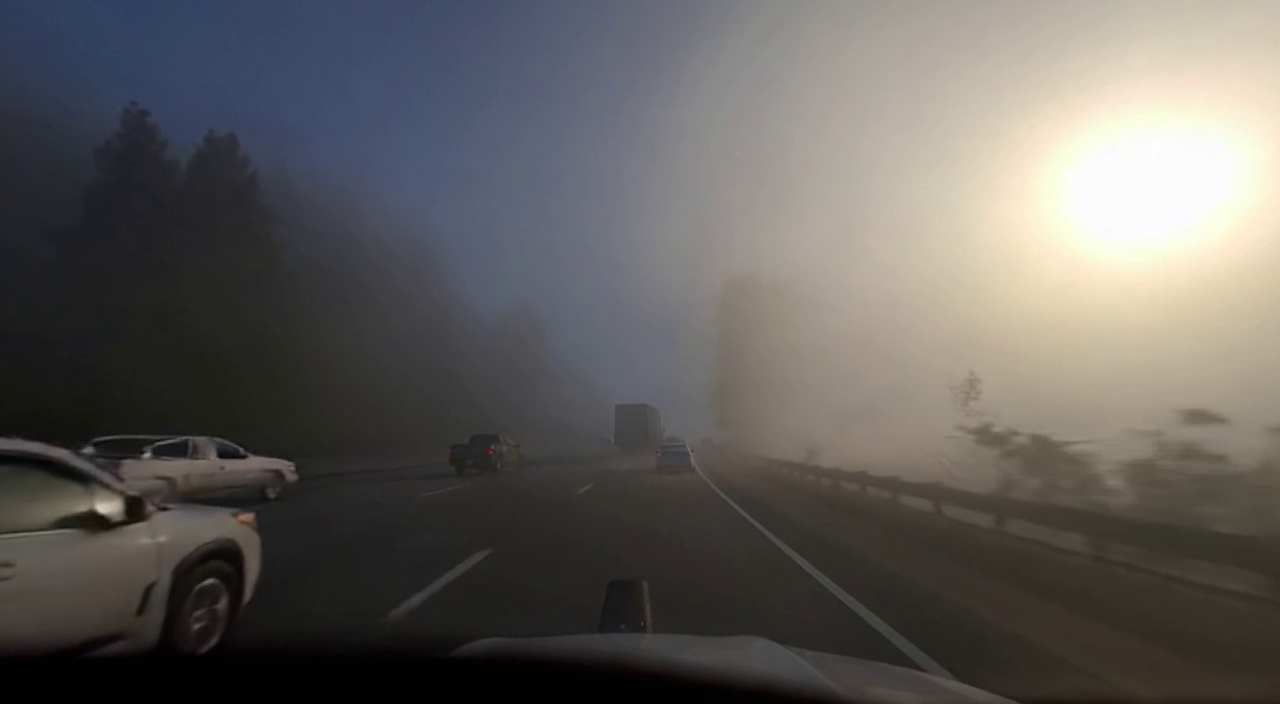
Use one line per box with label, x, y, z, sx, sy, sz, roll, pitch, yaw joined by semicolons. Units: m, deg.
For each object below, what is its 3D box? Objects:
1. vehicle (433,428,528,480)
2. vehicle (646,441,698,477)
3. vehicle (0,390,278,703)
vehicle;-6.118;4.000;24.911;2.142;1.833;4.854;-1;-8;4
vehicle;1.322;4.362;26.051;1.984;1.365;3.767;0;-8;3
vehicle;-3.596;0.830;2.082;1.916;1.486;4.631;0;-8;2
